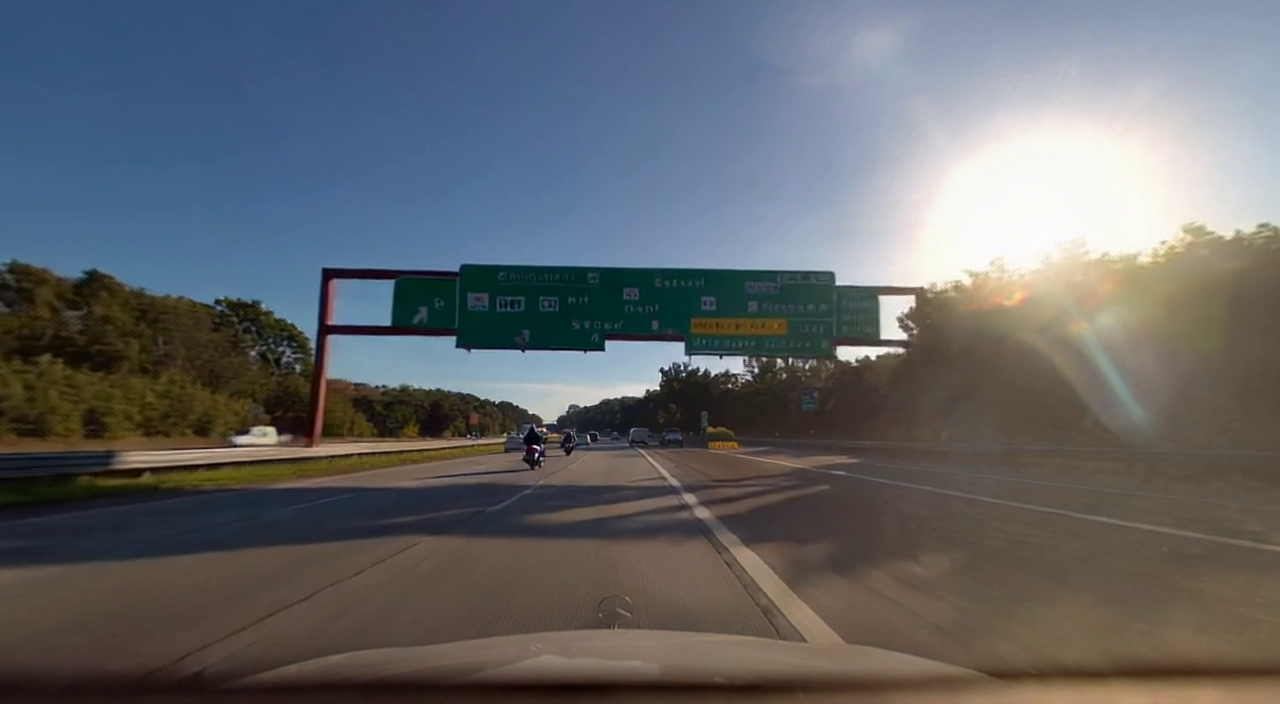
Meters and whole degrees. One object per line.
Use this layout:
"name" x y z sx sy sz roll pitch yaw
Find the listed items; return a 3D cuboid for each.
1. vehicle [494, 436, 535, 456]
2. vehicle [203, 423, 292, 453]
"vehicle" -9.307 6.967 47.103 2.053 1.409 4.704 0 -8 0
"vehicle" -20.925 4.625 33.871 1.905 1.523 4.576 0 -8 -1
